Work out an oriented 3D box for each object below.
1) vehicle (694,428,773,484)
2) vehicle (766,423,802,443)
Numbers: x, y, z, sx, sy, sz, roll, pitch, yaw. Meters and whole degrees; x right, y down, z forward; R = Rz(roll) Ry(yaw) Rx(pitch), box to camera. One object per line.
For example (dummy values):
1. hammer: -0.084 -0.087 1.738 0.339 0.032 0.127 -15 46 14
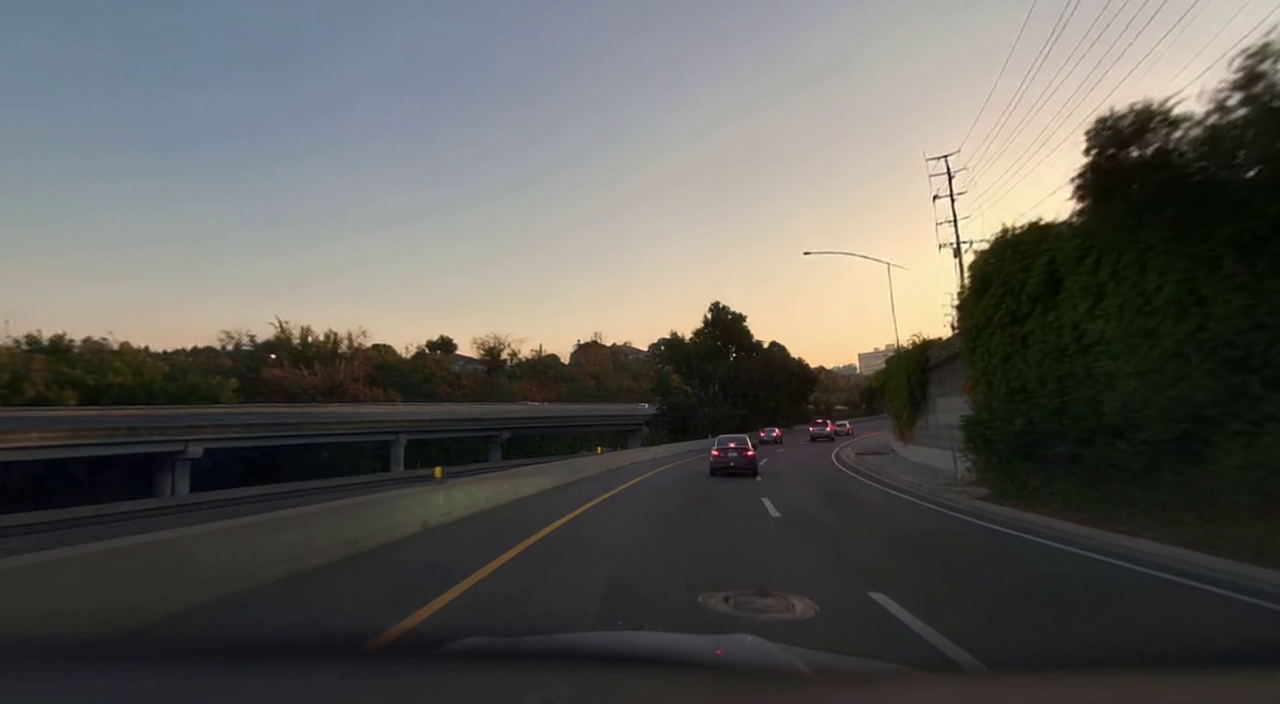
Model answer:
1. vehicle: 2.831 3.133 19.210 2.091 1.482 4.321 -1 -8 8
2. vehicle: 11.431 6.458 49.771 1.931 1.485 4.191 -4 -9 24
